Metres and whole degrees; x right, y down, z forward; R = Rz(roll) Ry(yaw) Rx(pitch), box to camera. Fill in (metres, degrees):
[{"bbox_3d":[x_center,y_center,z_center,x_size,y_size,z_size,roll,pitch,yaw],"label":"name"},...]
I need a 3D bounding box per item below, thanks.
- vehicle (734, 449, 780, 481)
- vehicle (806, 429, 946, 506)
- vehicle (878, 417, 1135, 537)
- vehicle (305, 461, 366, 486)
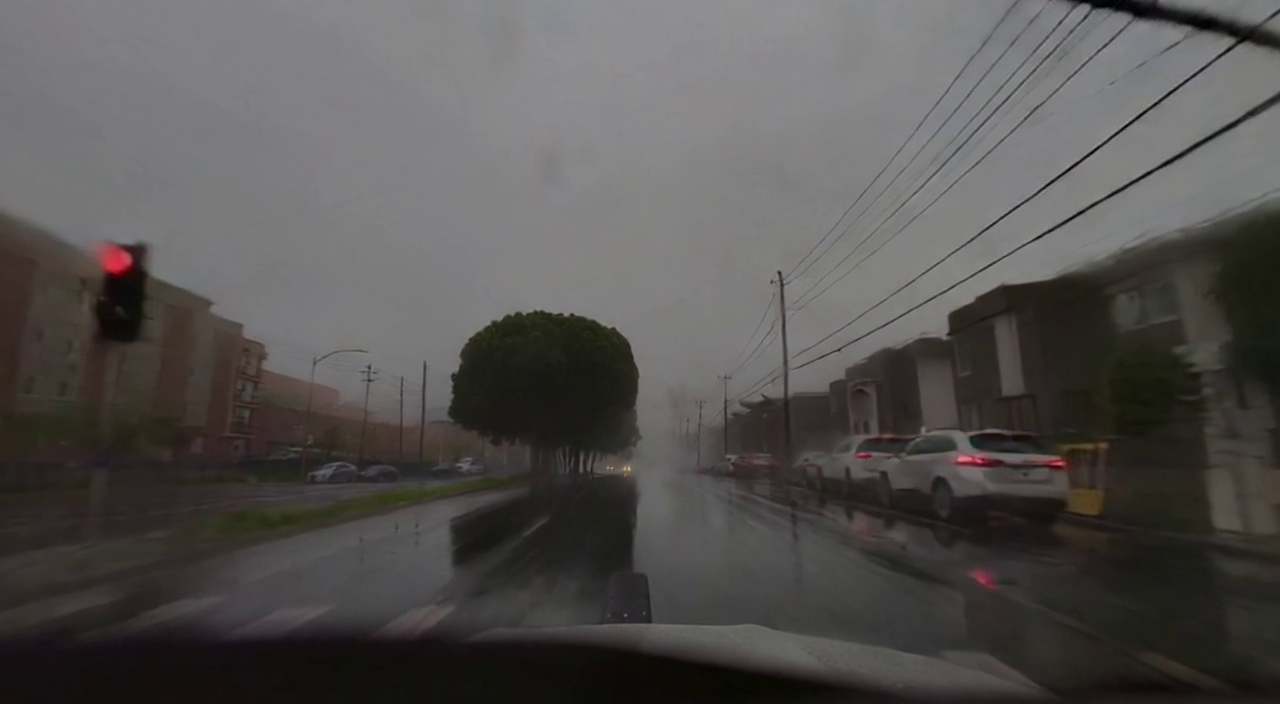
[{"bbox_3d":[7.220,7.024,39.339,1.998,1.819,4.621,0,-8,0],"label":"vehicle"},{"bbox_3d":[6.741,3.346,18.781,2.163,1.949,5.158,0,-8,0],"label":"vehicle"},{"bbox_3d":[6.807,2.360,12.596,2.148,1.904,4.910,0,-8,0],"label":"vehicle"},{"bbox_3d":[-22.201,8.853,46.139,1.966,1.595,4.719,0,-8,1],"label":"vehicle"}]
